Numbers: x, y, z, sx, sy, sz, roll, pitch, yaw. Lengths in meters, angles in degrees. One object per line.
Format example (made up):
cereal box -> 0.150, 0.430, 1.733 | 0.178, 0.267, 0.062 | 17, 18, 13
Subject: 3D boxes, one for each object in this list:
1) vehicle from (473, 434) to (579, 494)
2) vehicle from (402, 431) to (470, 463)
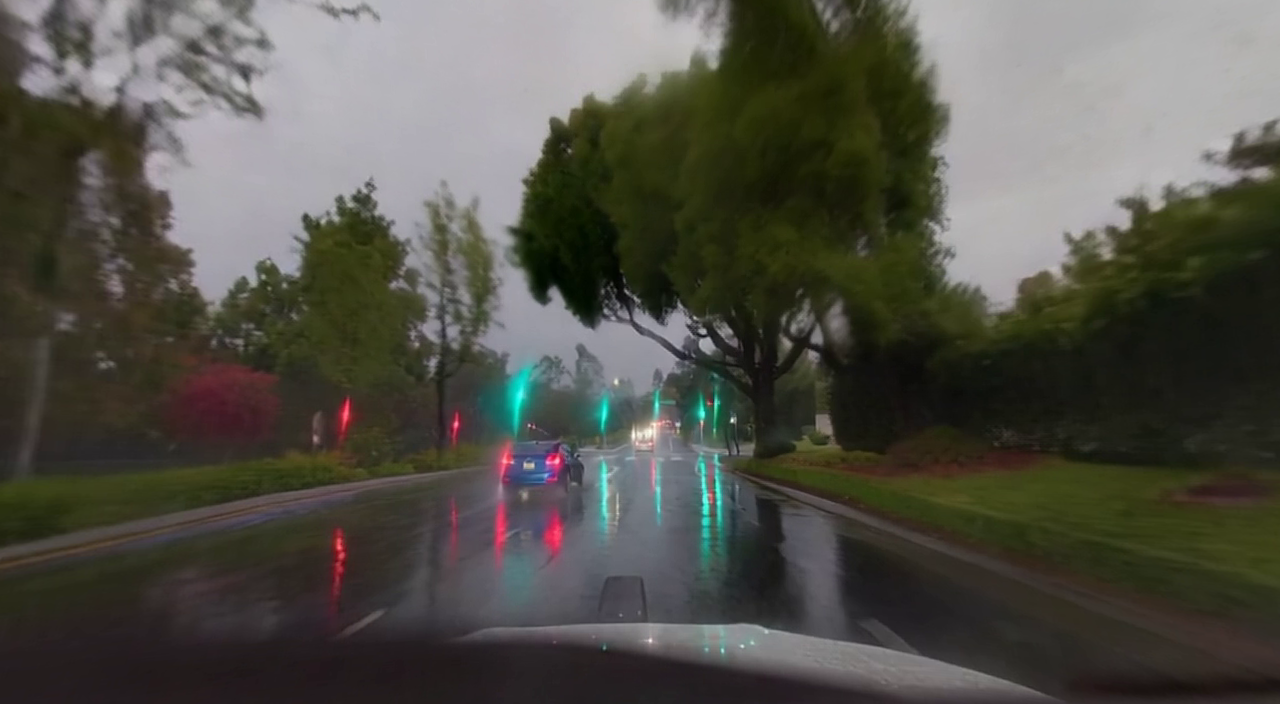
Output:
vehicle -> -3.130, 3.209, 18.448 | 2.038, 1.486, 4.678 | -1, -9, 3
vehicle -> -15.362, 7.230, 48.127 | 2.734, 2.261, 6.993 | 0, -9, 1
